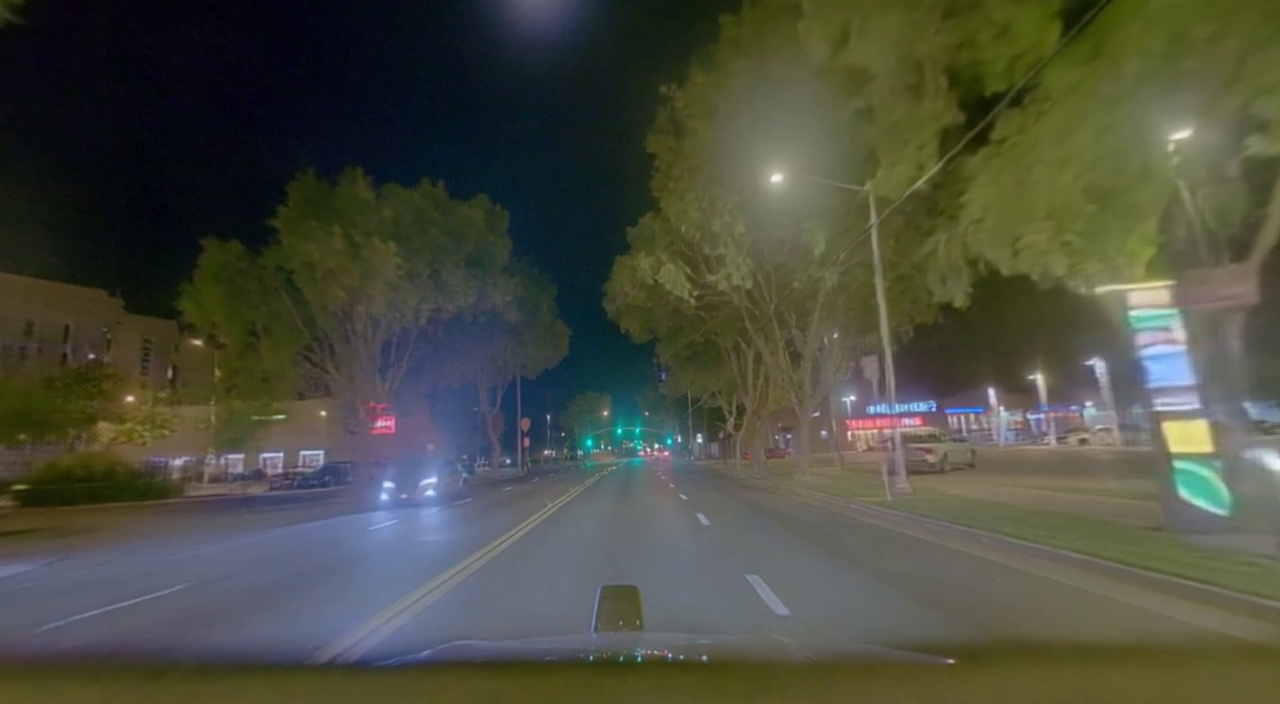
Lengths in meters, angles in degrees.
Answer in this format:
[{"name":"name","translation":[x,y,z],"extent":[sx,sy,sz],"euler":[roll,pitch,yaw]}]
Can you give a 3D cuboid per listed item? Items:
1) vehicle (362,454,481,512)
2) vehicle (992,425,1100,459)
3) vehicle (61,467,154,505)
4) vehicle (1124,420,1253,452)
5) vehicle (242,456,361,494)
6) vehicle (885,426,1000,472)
[{"name":"vehicle","translation":[-6.526,3.948,19.519],"extent":[1.962,1.478,4.639],"euler":[-1,-9,1]},{"name":"vehicle","translation":[21.871,4.881,34.131],"extent":[4.442,1.451,1.945],"euler":[-12,-12,42]},{"name":"vehicle","translation":[-27.387,6.853,32.675],"extent":[1.822,1.622,4.193],"euler":[-2,-9,-11]},{"name":"vehicle","translation":[26.125,4.060,30.209],"extent":[1.765,1.435,4.413],"euler":[8,-12,-44]},{"name":"vehicle","translation":[-16.351,5.964,30.692],"extent":[4.650,1.700,1.915],"euler":[0,-9,-1]},{"name":"vehicle","translation":[11.190,3.559,23.254],"extent":[4.587,1.504,1.928],"euler":[6,-11,-38]}]
